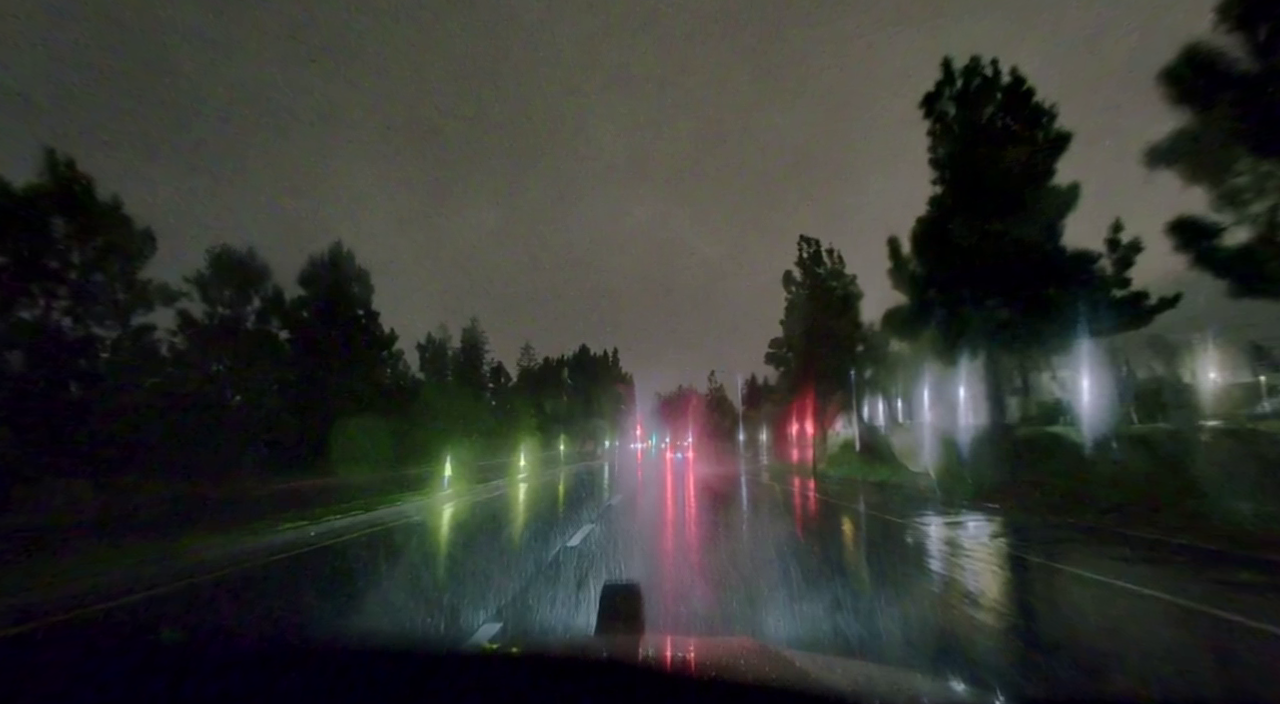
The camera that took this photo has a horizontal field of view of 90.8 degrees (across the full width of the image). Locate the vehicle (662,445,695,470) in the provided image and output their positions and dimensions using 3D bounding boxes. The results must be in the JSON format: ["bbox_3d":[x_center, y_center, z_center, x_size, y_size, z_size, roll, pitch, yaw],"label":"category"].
[{"bbox_3d":[2.446,6.877,41.469,1.925,1.488,4.271,0,-8,0],"label":"vehicle"}]
